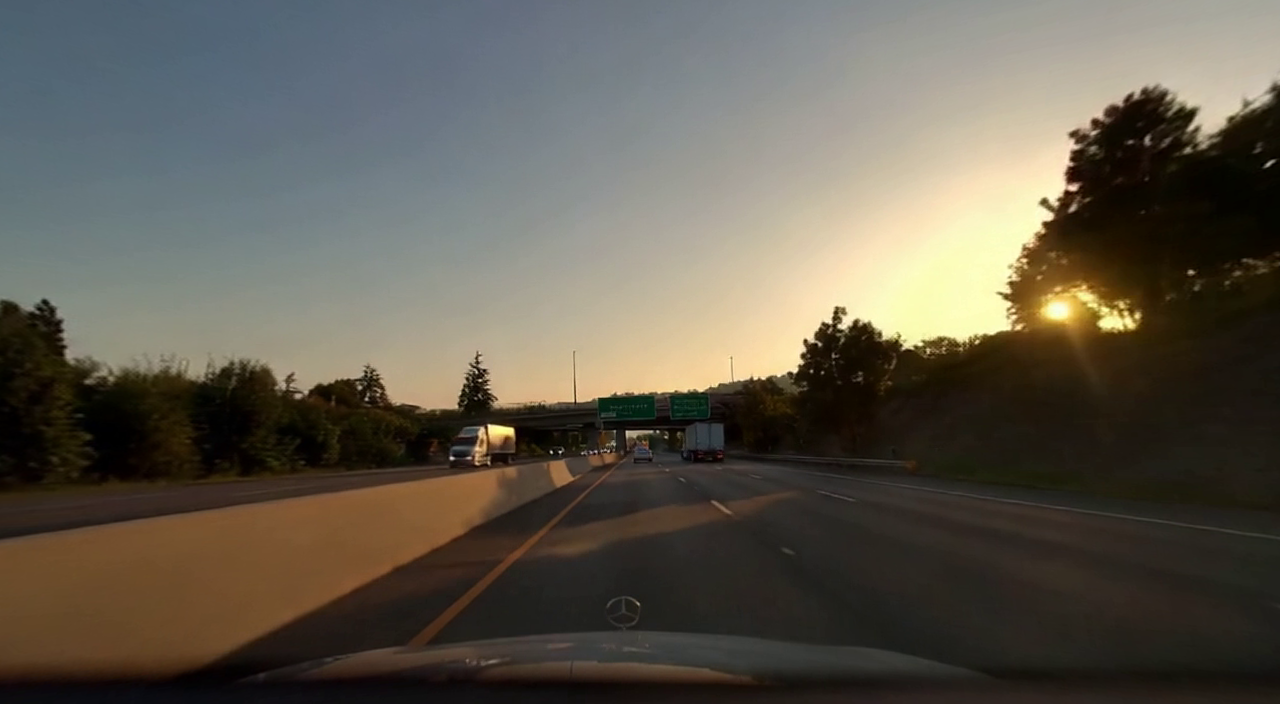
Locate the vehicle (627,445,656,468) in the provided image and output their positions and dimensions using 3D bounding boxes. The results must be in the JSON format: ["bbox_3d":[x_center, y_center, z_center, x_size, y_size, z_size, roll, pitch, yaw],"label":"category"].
[{"bbox_3d":[0.084,7.628,45.941,2.024,1.579,3.707,-1,-9,0],"label":"vehicle"}]
